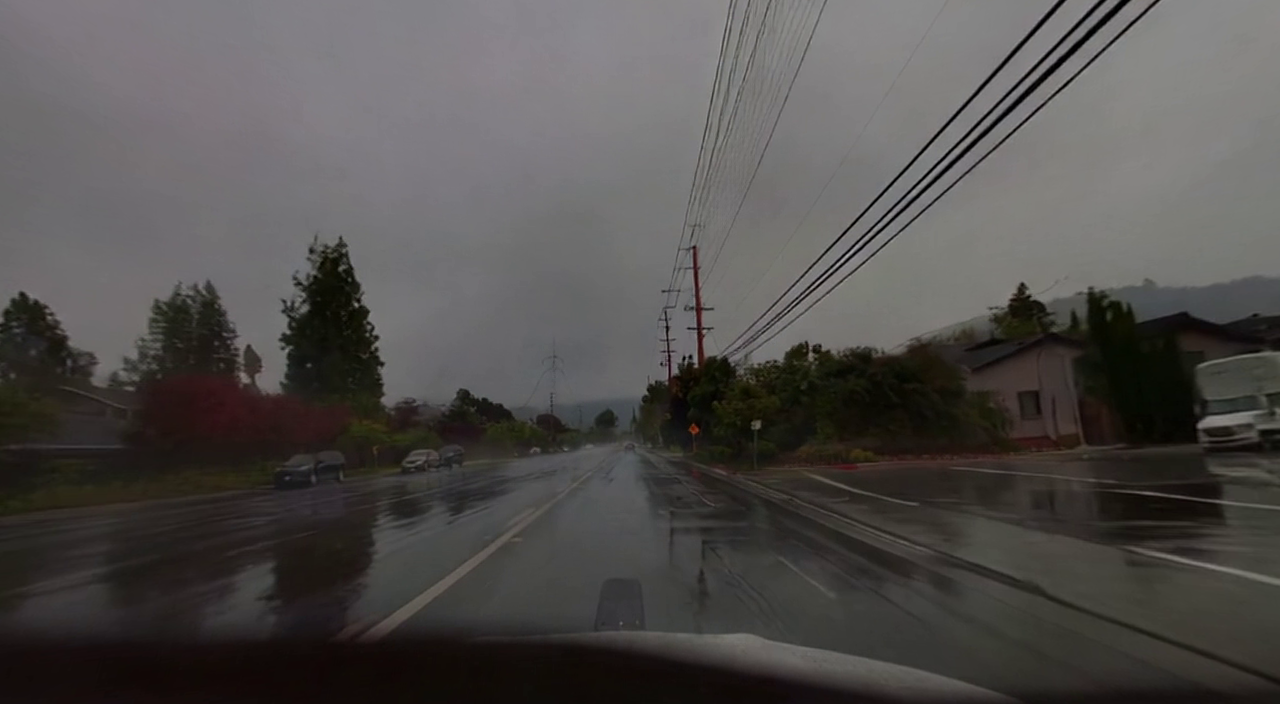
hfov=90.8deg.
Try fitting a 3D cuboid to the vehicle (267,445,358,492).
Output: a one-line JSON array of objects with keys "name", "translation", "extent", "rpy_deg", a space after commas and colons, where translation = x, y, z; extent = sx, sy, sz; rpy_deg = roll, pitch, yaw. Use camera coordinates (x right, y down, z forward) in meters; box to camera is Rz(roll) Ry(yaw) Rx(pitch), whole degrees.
[{"name": "vehicle", "translation": [-16.059, 5.671, 31.324], "extent": [2.071, 1.883, 4.915], "rpy_deg": [-6, -8, -3]}]

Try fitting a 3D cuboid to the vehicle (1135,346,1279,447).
[{"name": "vehicle", "translation": [23.994, 1.907, 25.499], "extent": [2.696, 3.581, 5.969], "rpy_deg": [-1, -7, -5]}]

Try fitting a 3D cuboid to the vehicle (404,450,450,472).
[{"name": "vehicle", "translation": [-16.173, 8.278, 48.178], "extent": [2.031, 1.482, 4.476], "rpy_deg": [-3, -9, 0]}]
